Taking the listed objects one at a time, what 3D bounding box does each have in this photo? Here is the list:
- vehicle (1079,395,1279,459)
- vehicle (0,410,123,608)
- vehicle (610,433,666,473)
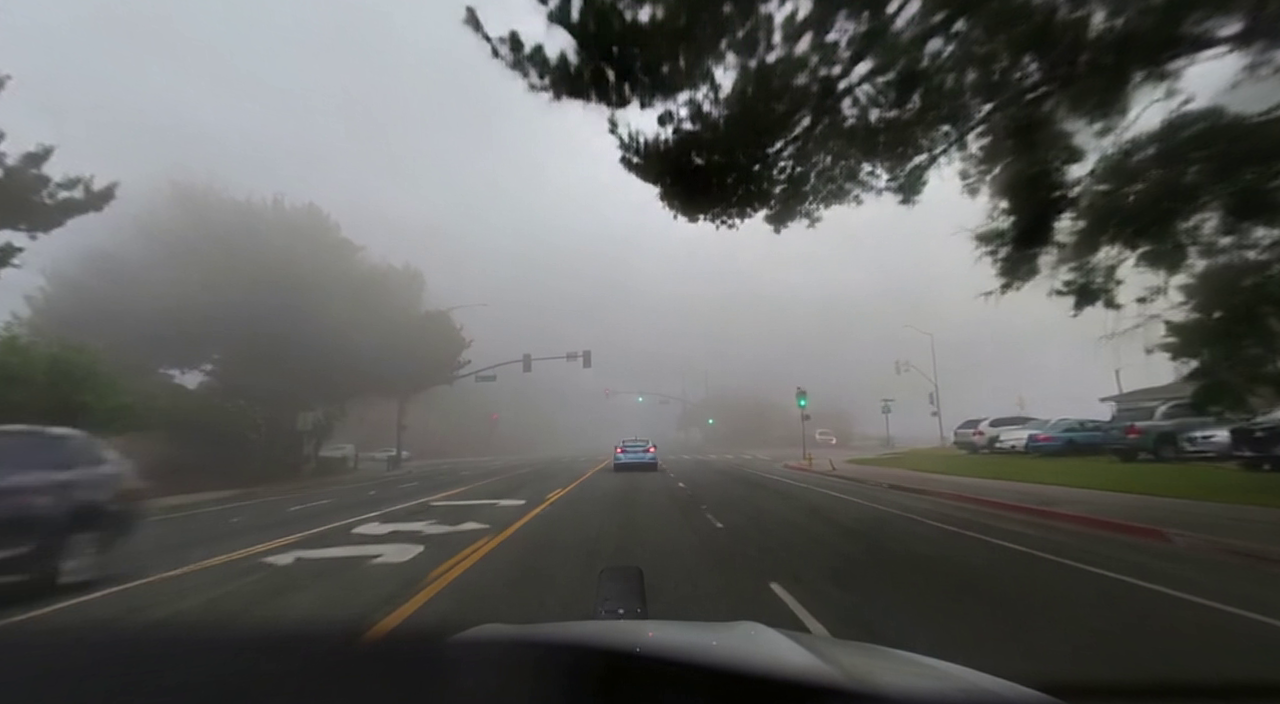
[{"bbox_3d":[16.562,2.304,19.264,4.724,1.814,2.108,0,-9,-1],"label":"vehicle"},{"bbox_3d":[-6.778,1.266,4.703,2.117,1.756,4.375,0,-9,0],"label":"vehicle"},{"bbox_3d":[-0.068,4.066,25.596,2.104,1.462,3.991,0,-9,0],"label":"vehicle"}]
